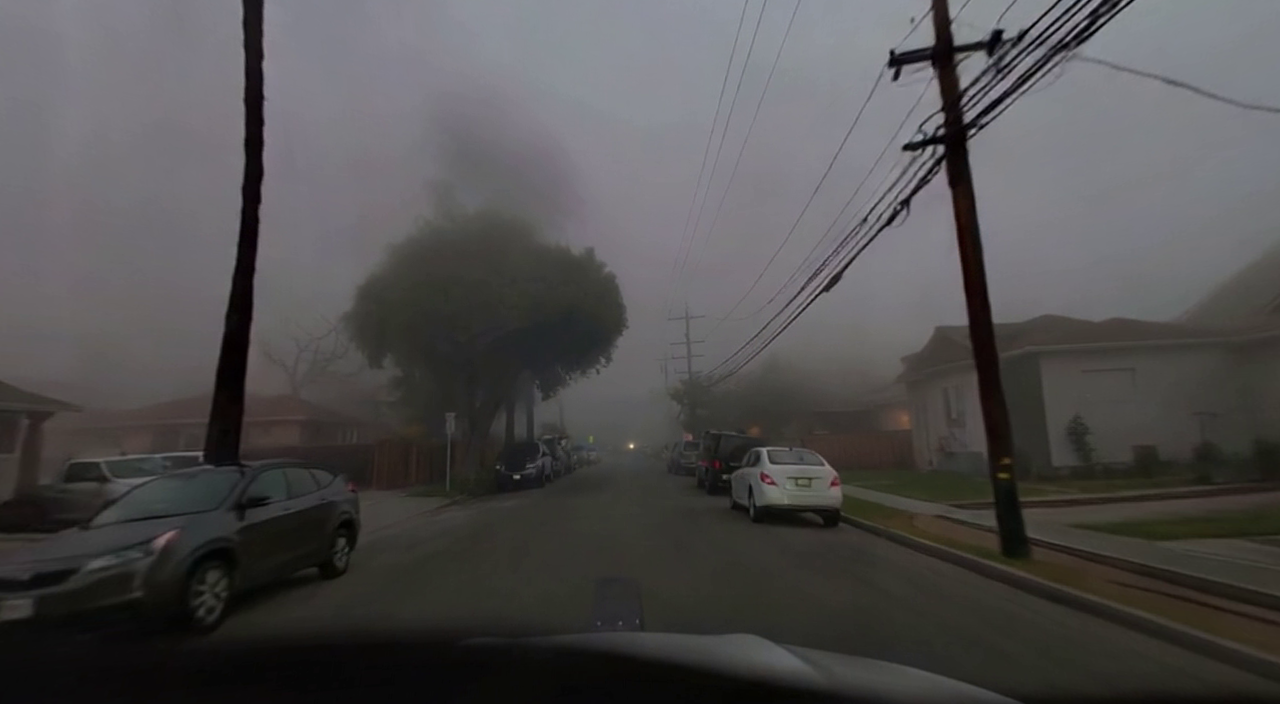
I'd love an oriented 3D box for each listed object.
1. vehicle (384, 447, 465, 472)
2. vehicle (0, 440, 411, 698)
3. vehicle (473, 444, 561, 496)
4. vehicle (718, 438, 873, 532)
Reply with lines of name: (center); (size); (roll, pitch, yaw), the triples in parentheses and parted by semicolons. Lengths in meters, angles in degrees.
vehicle: (-13.269, 6.612, 38.973); (4.300, 1.489, 1.850); (-2, -9, 12)
vehicle: (-4.120, 1.705, 6.343); (1.814, 1.548, 4.802); (0, -9, 0)
vehicle: (-4.186, 4.092, 22.331); (2.123, 1.636, 4.481); (-1, -9, 1)
vehicle: (2.740, 2.432, 12.133); (1.881, 1.460, 4.007); (0, -9, -1)
